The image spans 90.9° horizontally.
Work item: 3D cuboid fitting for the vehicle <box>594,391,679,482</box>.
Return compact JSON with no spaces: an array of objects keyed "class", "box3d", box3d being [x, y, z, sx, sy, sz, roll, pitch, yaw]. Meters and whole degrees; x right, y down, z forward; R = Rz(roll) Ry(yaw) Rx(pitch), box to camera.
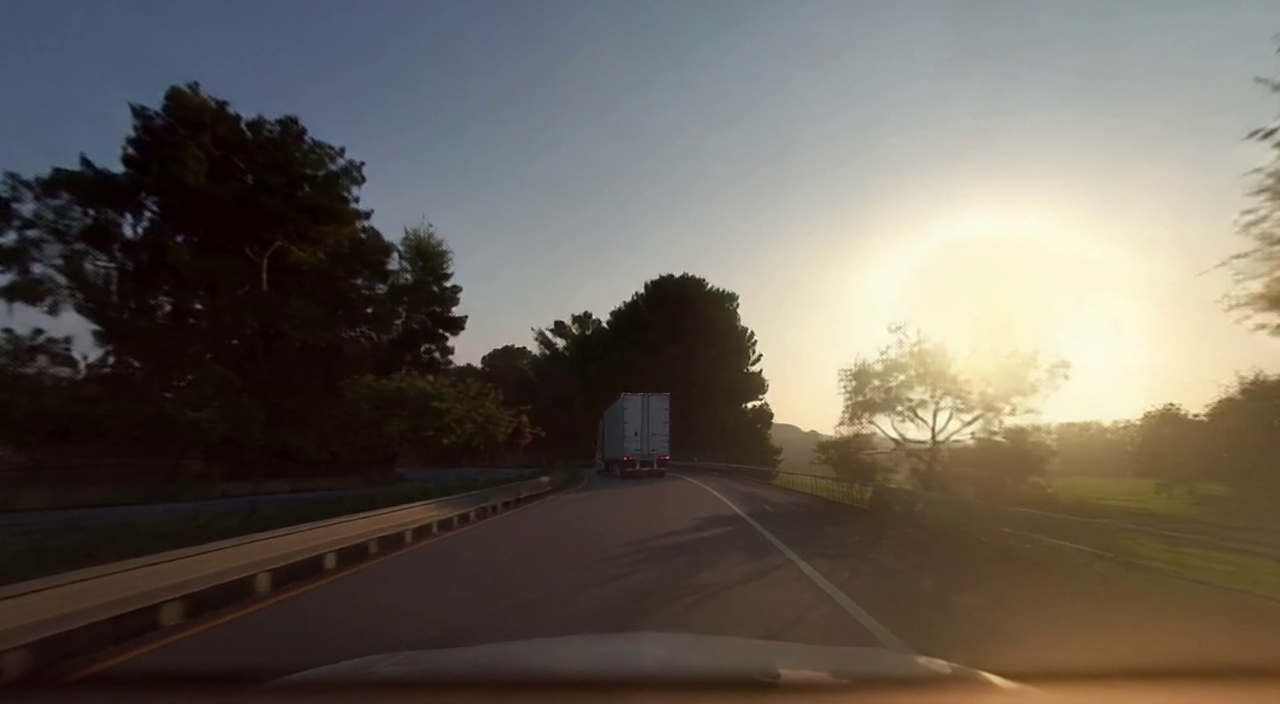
[{"class":"vehicle","box3d":[-0.607,4.946,36.399,3.087,4.178,13.682,2,-8,-8]}]
